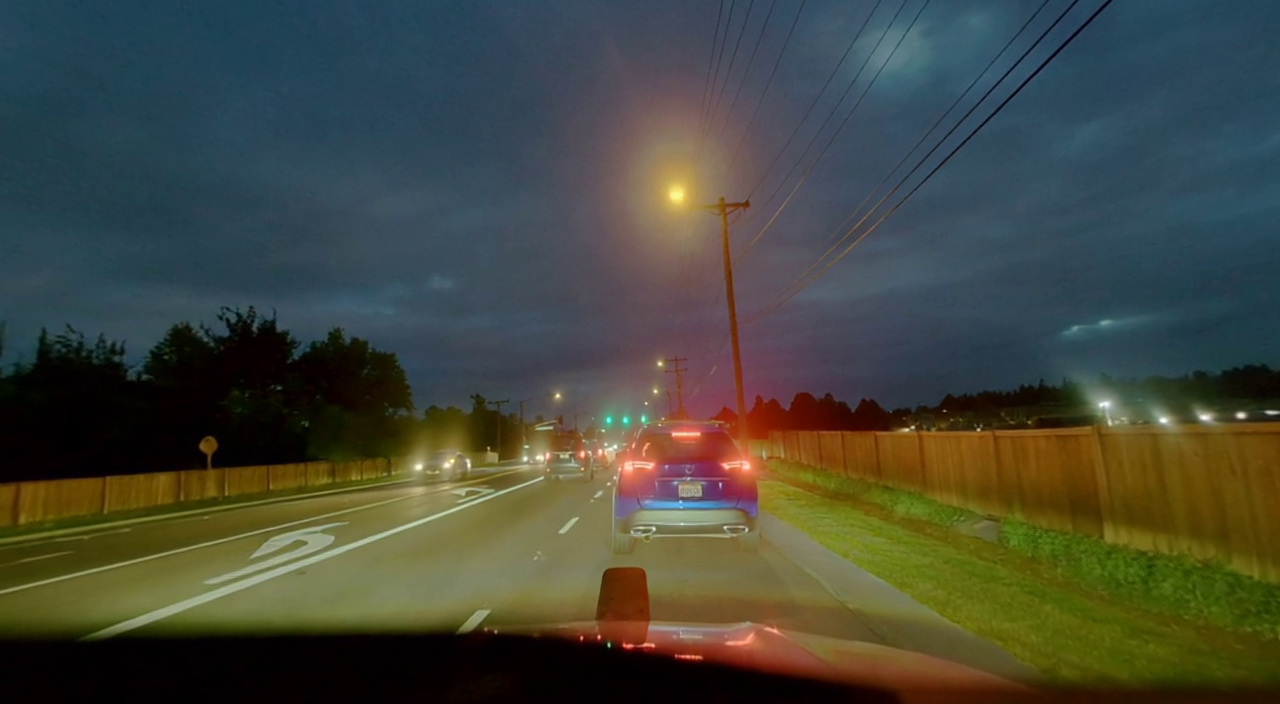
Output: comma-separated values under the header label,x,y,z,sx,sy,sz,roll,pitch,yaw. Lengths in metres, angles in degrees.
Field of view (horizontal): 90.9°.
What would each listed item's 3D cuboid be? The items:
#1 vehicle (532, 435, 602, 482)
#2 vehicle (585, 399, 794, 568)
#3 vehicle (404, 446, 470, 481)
label,x,y,z,sx,sy,sz,roll,pitch,yaw
vehicle,-2.705,4.074,24.300,2.037,1.639,4.213,0,-9,2
vehicle,0.488,1.673,8.686,2.174,1.749,4.113,0,-9,-1
vehicle,-11.784,6.482,37.005,2.187,1.863,5.152,0,-9,0
